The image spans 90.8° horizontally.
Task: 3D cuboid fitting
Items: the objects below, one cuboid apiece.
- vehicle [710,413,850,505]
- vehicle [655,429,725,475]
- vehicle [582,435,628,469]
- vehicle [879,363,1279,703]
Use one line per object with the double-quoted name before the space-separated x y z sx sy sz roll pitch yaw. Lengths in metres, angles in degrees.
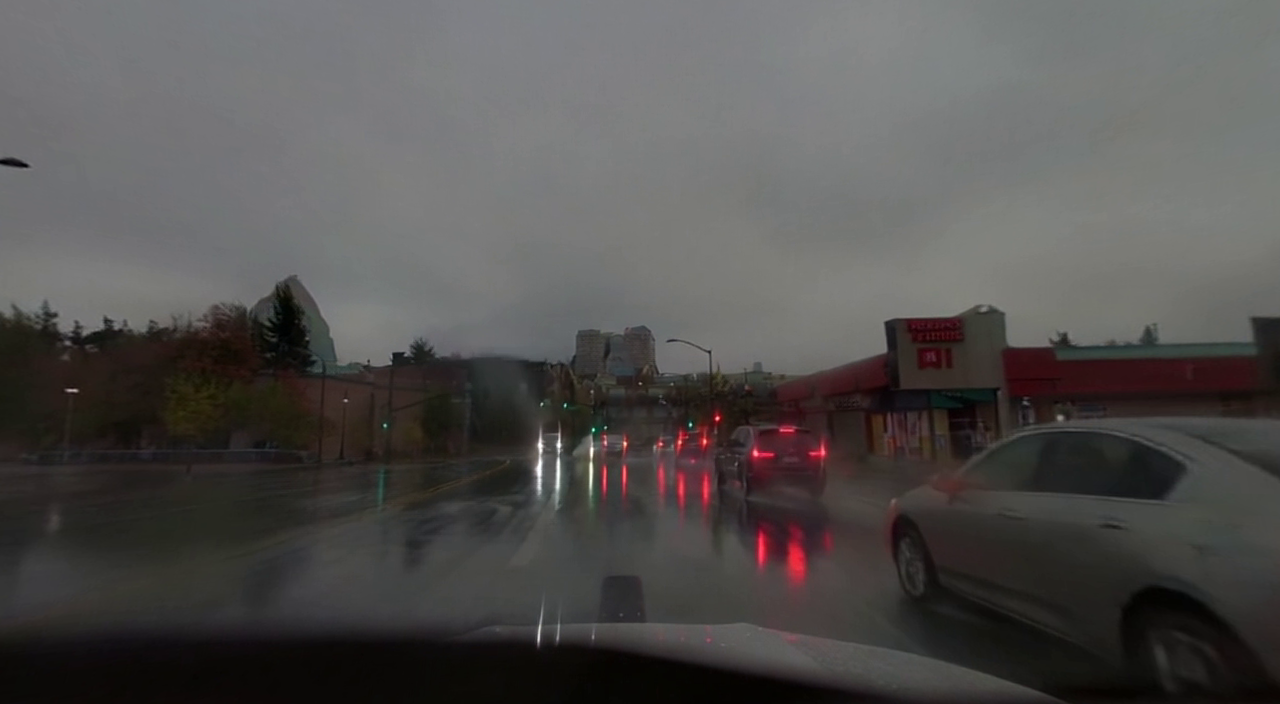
"vehicle" 2.986 2.413 14.568 2.046 1.768 4.370 0 -8 -3
"vehicle" 1.986 4.172 26.726 2.216 1.750 4.520 0 -8 -5
"vehicle" -1.795 4.910 31.150 2.068 1.512 3.987 1 -9 -6
"vehicle" 3.277 1.054 3.866 1.966 1.596 3.980 0 -8 -1
